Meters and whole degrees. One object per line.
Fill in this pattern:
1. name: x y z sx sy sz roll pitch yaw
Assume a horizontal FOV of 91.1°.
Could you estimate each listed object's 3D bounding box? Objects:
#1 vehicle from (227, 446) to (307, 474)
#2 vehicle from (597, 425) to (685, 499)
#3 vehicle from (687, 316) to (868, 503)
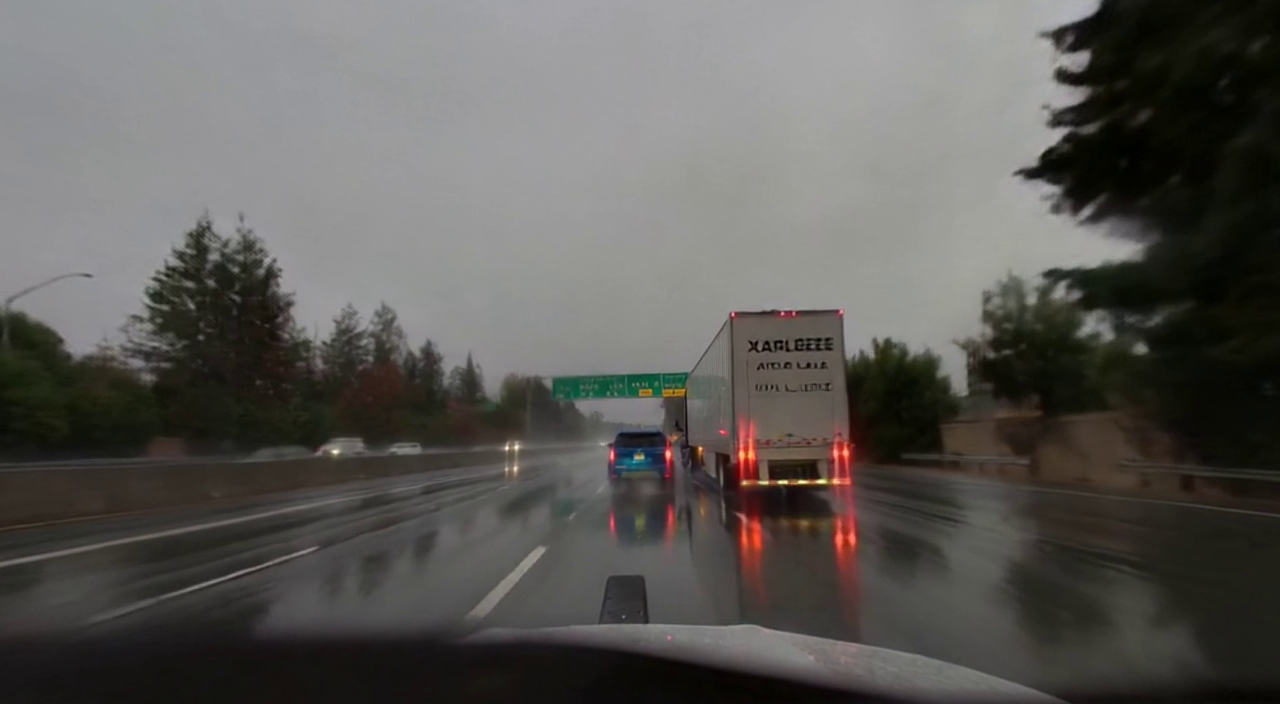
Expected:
1. vehicle: -21.699 6.256 36.741 1.887 1.530 4.472 0 -8 1
2. vehicle: 0.024 2.878 16.811 2.054 1.706 4.201 0 -9 0
3. vehicle: 3.581 2.399 21.766 2.909 4.135 15.820 0 -9 1
